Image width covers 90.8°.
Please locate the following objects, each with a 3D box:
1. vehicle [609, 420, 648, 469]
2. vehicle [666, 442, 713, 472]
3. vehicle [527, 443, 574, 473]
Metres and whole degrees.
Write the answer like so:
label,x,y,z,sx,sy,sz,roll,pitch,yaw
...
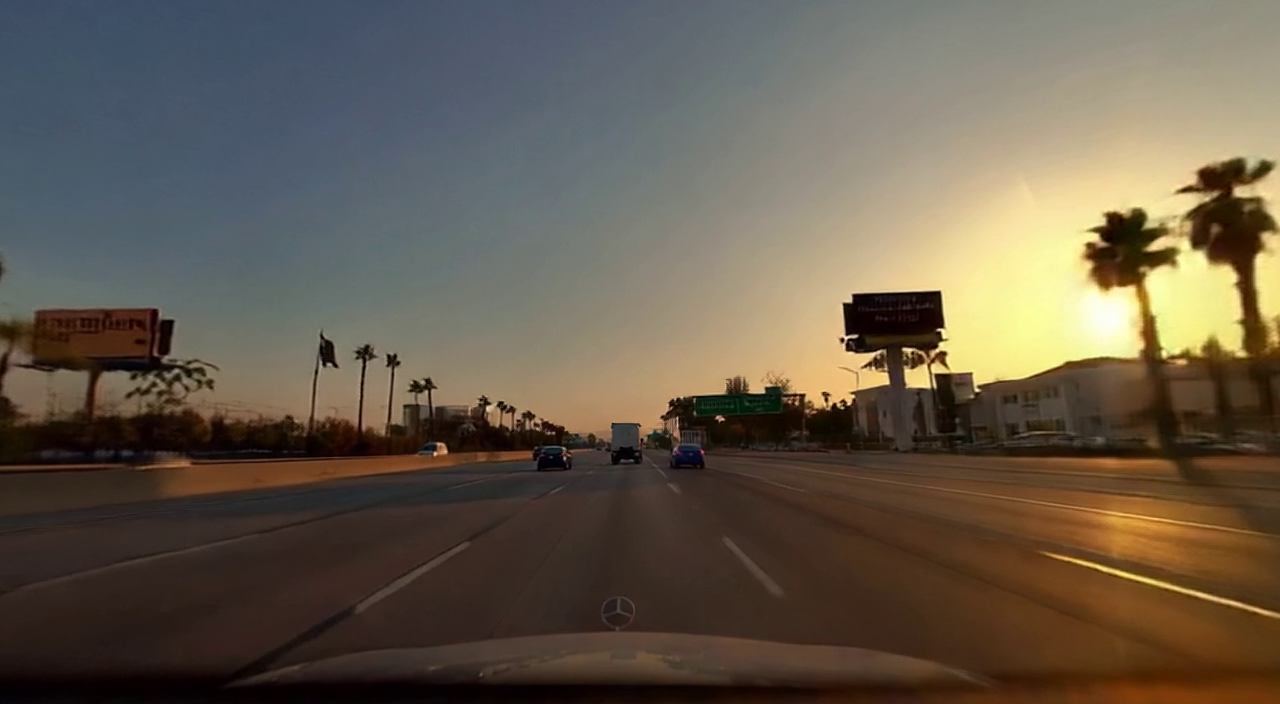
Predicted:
label,x,y,z,sx,sy,sz,roll,pitch,yaw
vehicle,-0.780,6.156,42.007,2.364,2.953,6.495,0,-8,-2
vehicle,2.796,6.042,36.578,2.175,1.598,4.584,0,-8,-2
vehicle,-4.967,5.940,35.708,2.021,1.598,4.887,0,-8,-1
